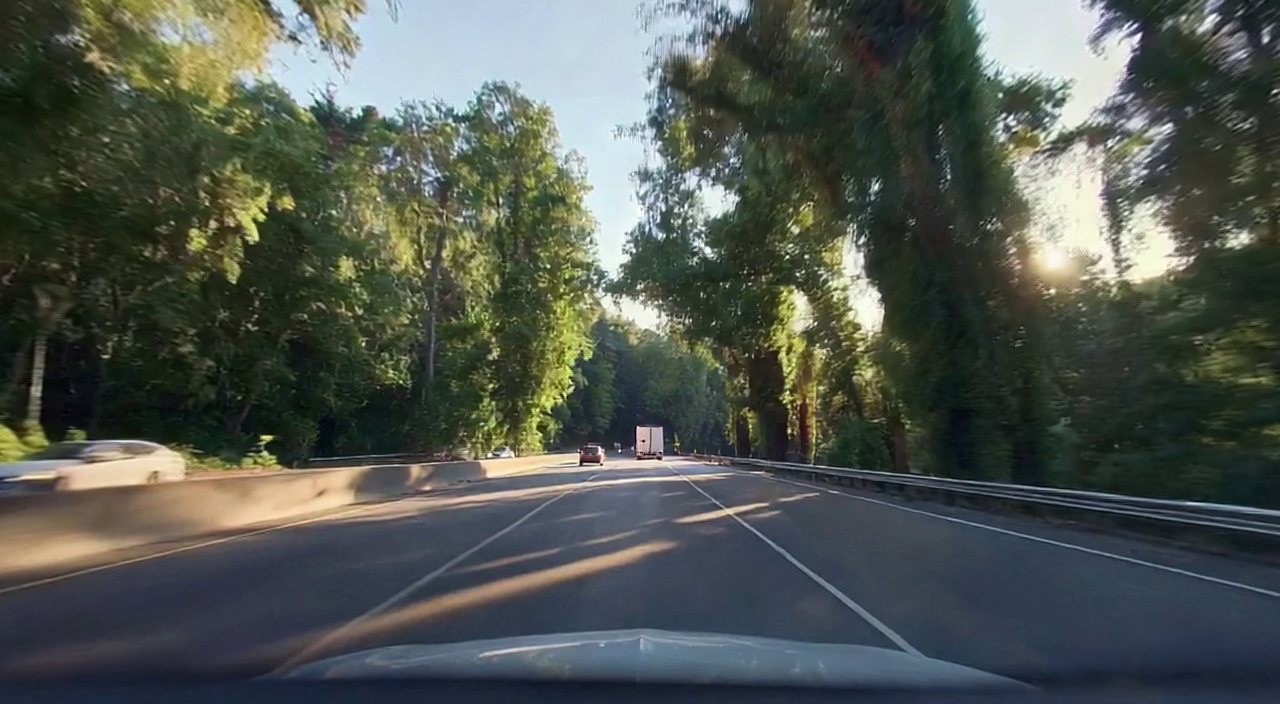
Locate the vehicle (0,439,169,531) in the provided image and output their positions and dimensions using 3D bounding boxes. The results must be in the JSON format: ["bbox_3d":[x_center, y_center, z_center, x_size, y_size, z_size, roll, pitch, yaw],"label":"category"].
[{"bbox_3d":[-12.701,2.675,13.074,2.125,1.643,4.749,0,-9,1],"label":"vehicle"}]

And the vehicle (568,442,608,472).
[{"bbox_3d":[-3.468,7.168,43.155,2.173,1.924,5.030,0,-9,1],"label":"vehicle"}]
